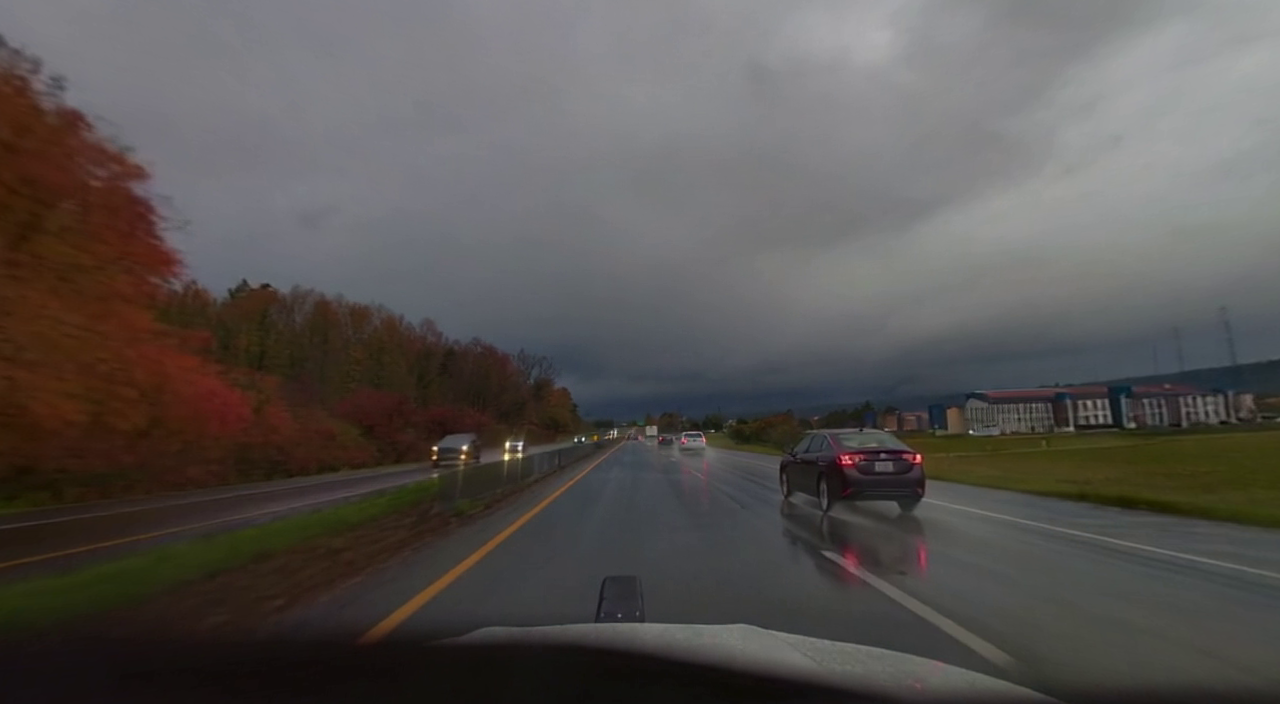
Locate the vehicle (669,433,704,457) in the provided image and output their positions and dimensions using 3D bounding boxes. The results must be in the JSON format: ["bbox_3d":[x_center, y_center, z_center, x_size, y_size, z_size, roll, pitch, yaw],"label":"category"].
[{"bbox_3d":[3.189,6.496,43.912,2.057,1.540,4.158,0,-8,-1],"label":"vehicle"}]

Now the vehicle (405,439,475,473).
[{"bbox_3d":[-9.343,4.879,29.776,1.886,1.485,4.481,0,-8,-1],"label":"vehicle"}]

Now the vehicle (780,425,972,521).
[{"bbox_3d":[4.277,2.247,12.253,2.024,1.516,4.197,0,-8,-1],"label":"vehicle"}]
